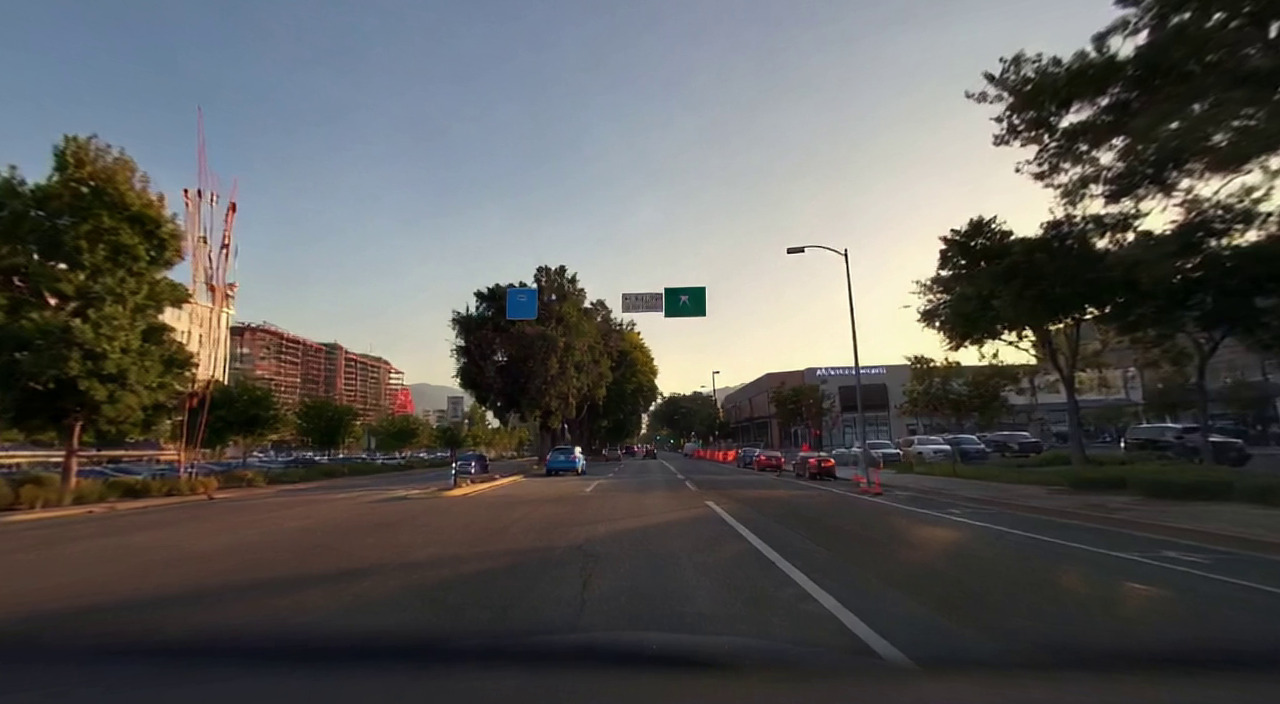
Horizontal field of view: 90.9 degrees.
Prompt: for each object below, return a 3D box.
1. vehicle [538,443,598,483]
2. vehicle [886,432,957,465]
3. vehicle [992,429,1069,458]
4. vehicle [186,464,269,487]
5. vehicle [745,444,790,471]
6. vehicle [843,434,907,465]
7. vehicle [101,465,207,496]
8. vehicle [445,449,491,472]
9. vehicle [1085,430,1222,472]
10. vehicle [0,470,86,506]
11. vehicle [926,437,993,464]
[{"bbox_3d":[-2.809,4.433,25.467,1.926,1.442,4.231,0,-9,0],"label":"vehicle"},{"bbox_3d":[16.169,5.578,36.485,1.984,1.774,4.406,0,-9,-1],"label":"vehicle"},{"bbox_3d":[25.868,6.137,42.026,2.043,1.803,4.774,-1,-9,0],"label":"vehicle"},{"bbox_3d":[-30.196,9.011,46.233,4.708,1.457,1.821,8,-12,-43],"label":"vehicle"},{"bbox_3d":[7.493,6.217,37.436,1.799,1.399,4.317,-1,-8,0],"label":"vehicle"},{"bbox_3d":[13.636,5.694,36.855,1.916,1.683,4.516,0,-9,0],"label":"vehicle"},{"bbox_3d":[-30.125,7.964,39.184,5.077,1.411,1.808,3,-11,-39],"label":"vehicle"},{"bbox_3d":[-11.919,7.506,43.839,1.917,1.495,4.309,0,-9,1],"label":"vehicle"},{"bbox_3d":[21.974,4.255,27.277,1.984,1.643,4.772,0,-8,2],"label":"vehicle"},{"bbox_3d":[-30.527,6.796,31.418,1.862,1.428,4.160,-12,-11,44],"label":"vehicle"},{"bbox_3d":[18.320,5.690,36.332,1.881,1.443,3.882,-1,-9,2],"label":"vehicle"}]
